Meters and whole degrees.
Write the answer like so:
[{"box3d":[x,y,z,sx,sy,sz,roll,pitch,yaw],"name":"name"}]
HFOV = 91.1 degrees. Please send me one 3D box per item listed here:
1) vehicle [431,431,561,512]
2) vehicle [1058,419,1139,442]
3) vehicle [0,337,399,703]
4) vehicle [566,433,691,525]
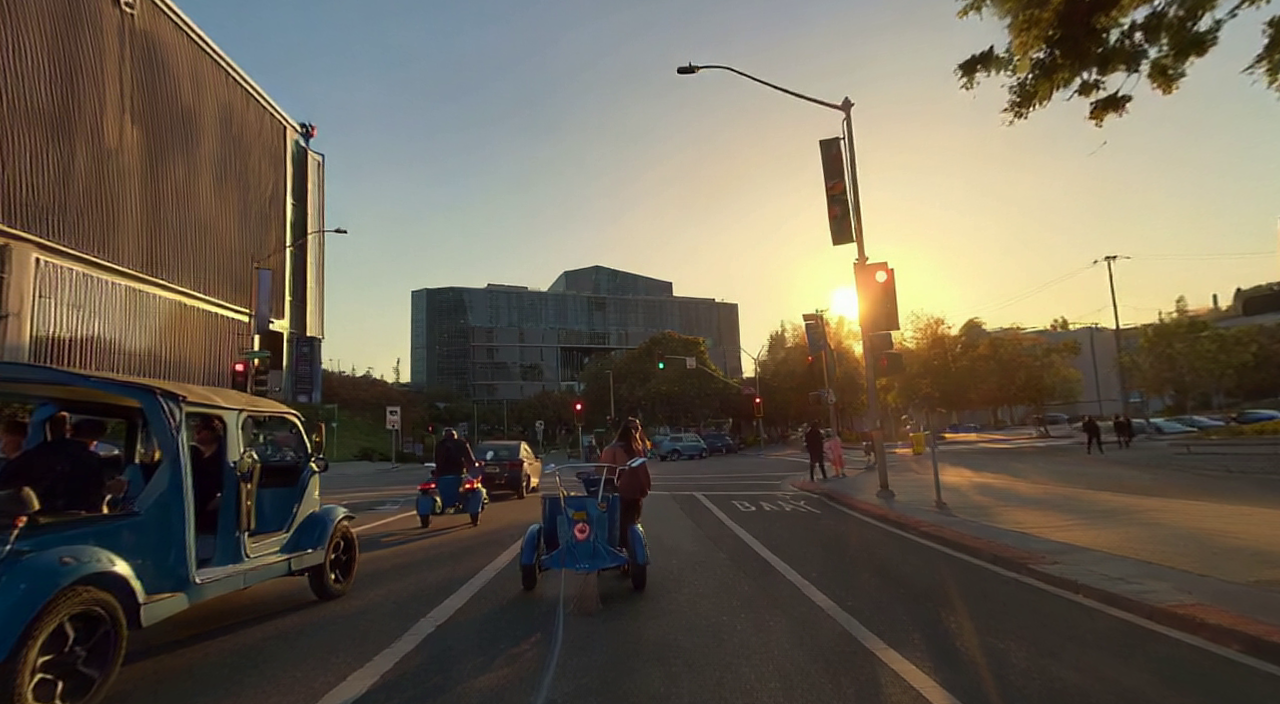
[{"box3d":[-3.167,2.715,14.738,1.935,1.615,4.073,-1,-8,2],"name":"vehicle"},{"box3d":[30.711,5.278,42.104,1.751,1.420,4.027,8,-12,-43],"name":"vehicle"},{"box3d":[-3.616,1.132,4.449,2.000,1.809,4.405,0,-8,1],"name":"vehicle"},{"box3d":[-0.148,2.355,12.232,2.025,1.458,4.085,0,-8,1],"name":"vehicle"}]
